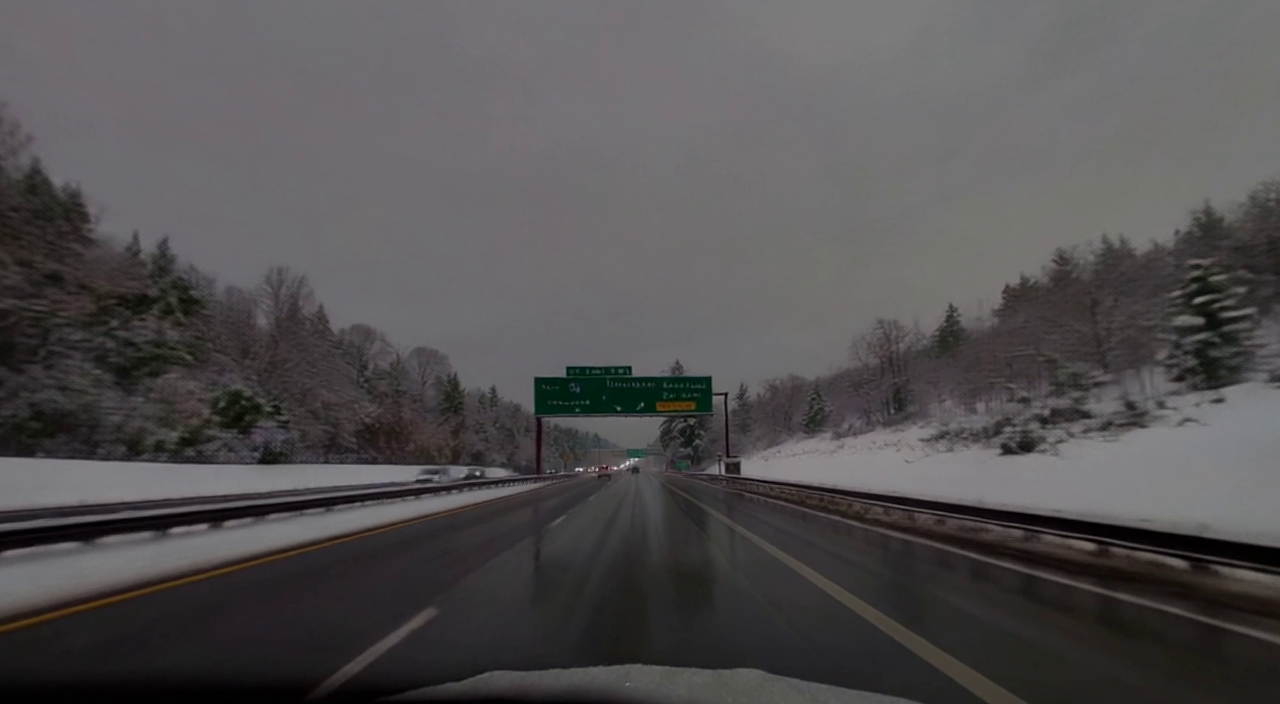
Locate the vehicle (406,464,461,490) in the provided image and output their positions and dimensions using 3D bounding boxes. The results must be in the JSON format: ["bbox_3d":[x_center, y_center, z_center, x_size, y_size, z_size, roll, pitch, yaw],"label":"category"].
[{"bbox_3d":[-12.863,7.820,39.468,1.942,1.462,4.503,1,-10,-1],"label":"vehicle"}]
